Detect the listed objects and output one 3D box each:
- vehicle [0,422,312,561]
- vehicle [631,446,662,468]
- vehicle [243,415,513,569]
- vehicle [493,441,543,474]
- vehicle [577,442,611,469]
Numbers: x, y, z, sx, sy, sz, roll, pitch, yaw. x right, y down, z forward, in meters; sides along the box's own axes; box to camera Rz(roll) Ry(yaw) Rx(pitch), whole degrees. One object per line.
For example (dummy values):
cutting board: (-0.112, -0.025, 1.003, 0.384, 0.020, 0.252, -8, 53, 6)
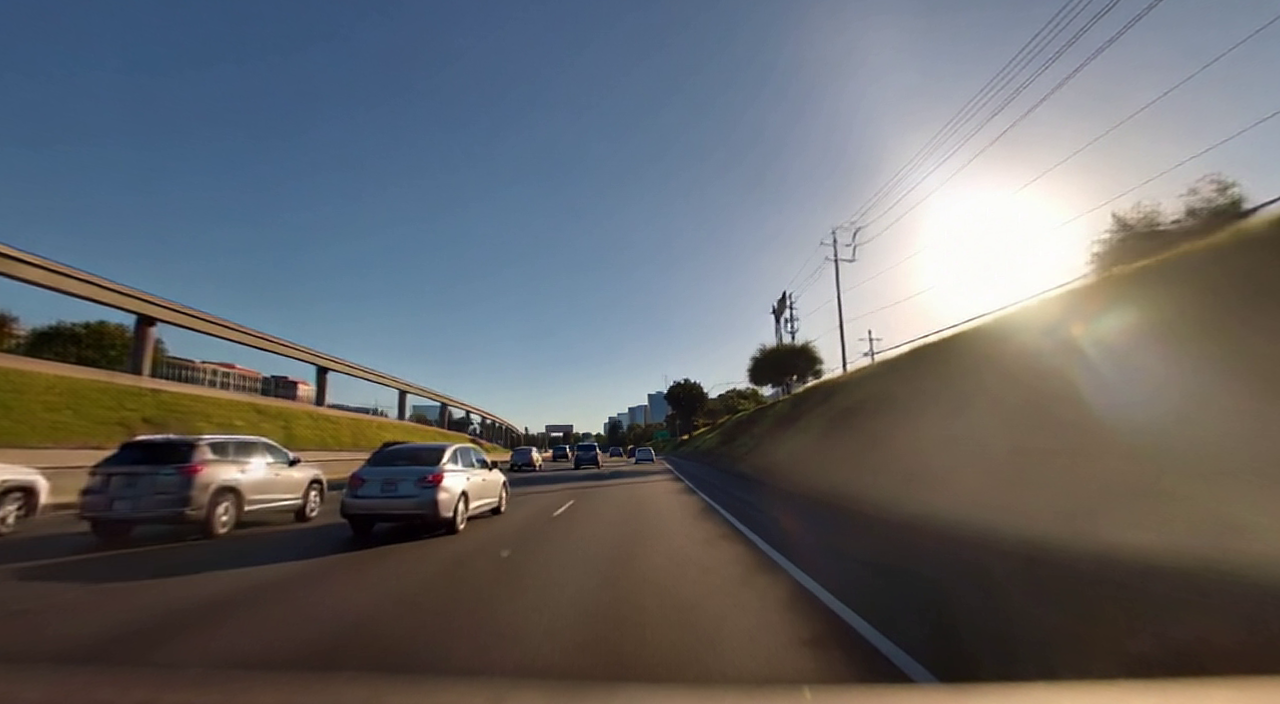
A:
vehicle: (-7.227, 1.985, 9.743, 1.959, 1.652, 4.170, 0, -8, 1)
vehicle: (0.399, 7.241, 43.681, 2.074, 1.465, 3.977, 0, -8, -1)
vehicle: (-3.428, 1.909, 9.427, 2.052, 1.731, 4.372, 0, -8, 1)
vehicle: (-7.252, 6.303, 37.880, 2.084, 1.815, 4.406, 0, -8, 1)
vehicle: (-3.229, 7.392, 45.160, 2.093, 1.831, 4.712, 0, -8, 0)
